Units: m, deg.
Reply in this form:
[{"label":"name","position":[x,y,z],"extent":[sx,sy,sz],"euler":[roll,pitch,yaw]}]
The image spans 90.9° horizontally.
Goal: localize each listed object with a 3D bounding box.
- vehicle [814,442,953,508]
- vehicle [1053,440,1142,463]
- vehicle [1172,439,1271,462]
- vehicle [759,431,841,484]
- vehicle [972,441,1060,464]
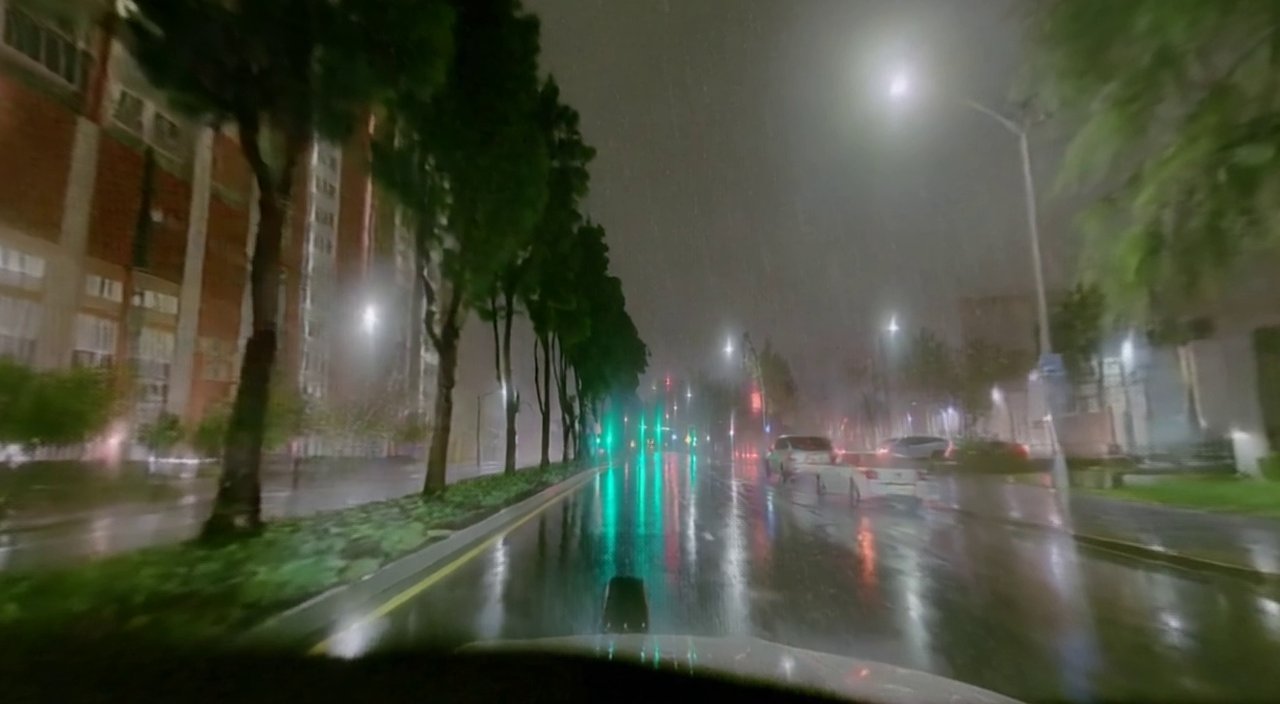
[{"label":"vehicle","position":[6.306,3.211,16.998],"extent":[1.948,1.511,4.623],"euler":[0,-8,1]},{"label":"vehicle","position":[30.458,6.605,42.051],"extent":[4.373,1.489,1.908],"euler":[0,-8,1]},{"label":"vehicle","position":[38.537,6.500,41.842],"extent":[4.519,1.466,1.996],"euler":[0,-8,1]},{"label":"vehicle","position":[6.310,4.221,25.512],"extent":[2.045,1.890,4.876],"euler":[0,-8,0]},{"label":"vehicle","position":[25.238,6.728,42.449],"extent":[4.733,1.494,1.794],"euler":[0,-8,0]}]
